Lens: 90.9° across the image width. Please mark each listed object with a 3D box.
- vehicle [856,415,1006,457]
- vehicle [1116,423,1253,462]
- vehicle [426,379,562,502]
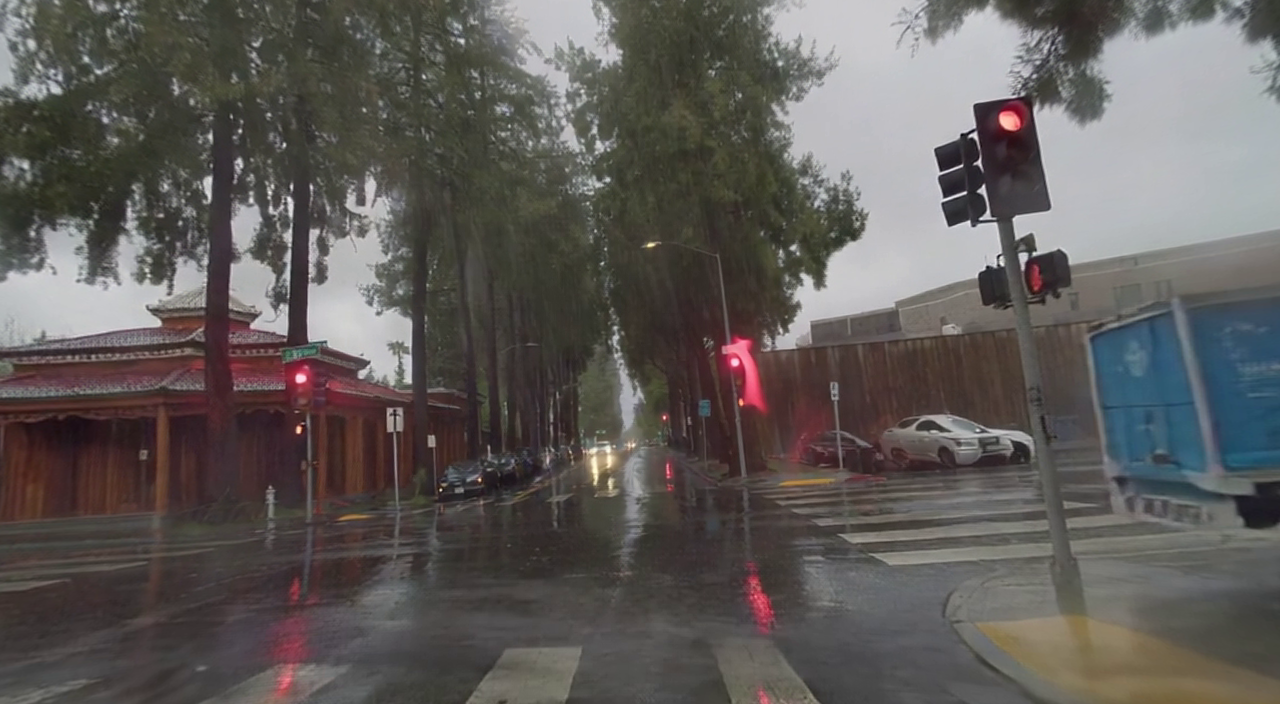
[{"bbox_3d":[10.692,3.137,23.420,4.643,1.456,1.820,-1,-8,5],"label":"vehicle"},{"bbox_3d":[24.951,4.167,29.017,4.268,1.695,2.053,0,-8,3],"label":"vehicle"},{"bbox_3d":[-5.757,3.797,27.030,3.113,4.041,10.284,-5,-8,1],"label":"vehicle"}]
